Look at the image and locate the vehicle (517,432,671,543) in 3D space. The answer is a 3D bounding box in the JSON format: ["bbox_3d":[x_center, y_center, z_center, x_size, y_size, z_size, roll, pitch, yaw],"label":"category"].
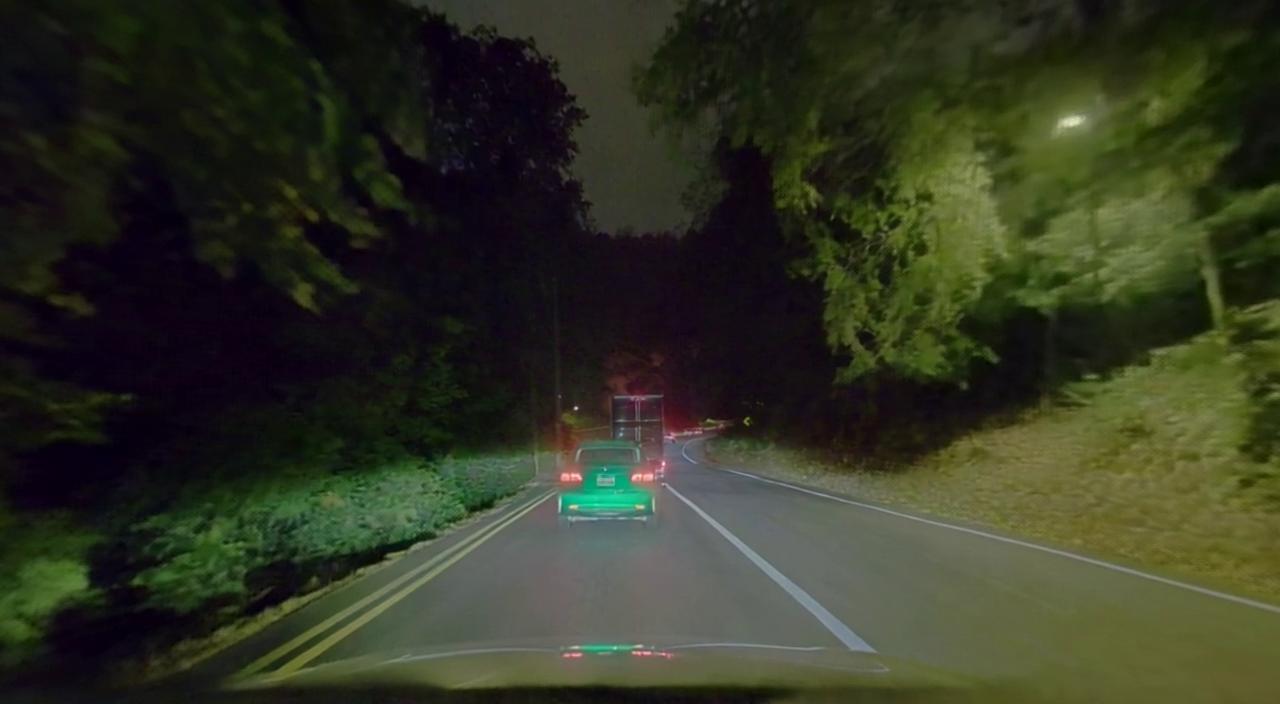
[{"bbox_3d":[-0.612,2.143,10.605,2.076,1.490,4.078,0,-9,0],"label":"vehicle"}]
